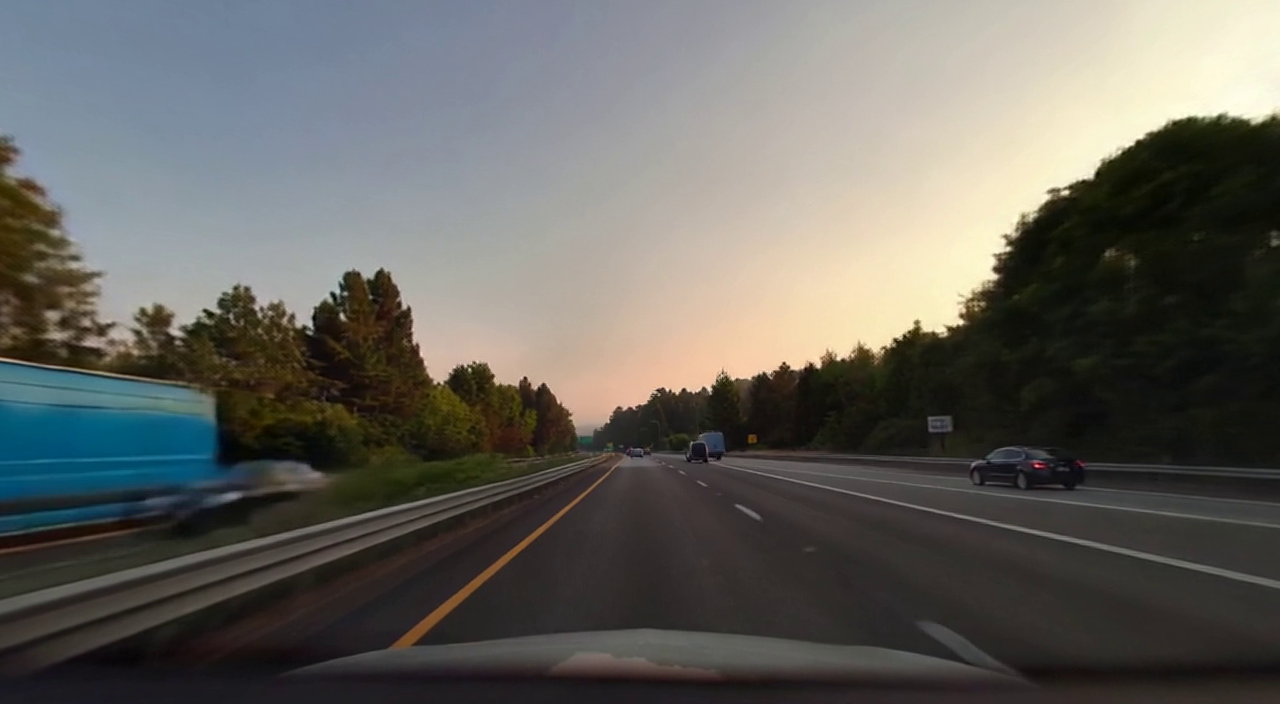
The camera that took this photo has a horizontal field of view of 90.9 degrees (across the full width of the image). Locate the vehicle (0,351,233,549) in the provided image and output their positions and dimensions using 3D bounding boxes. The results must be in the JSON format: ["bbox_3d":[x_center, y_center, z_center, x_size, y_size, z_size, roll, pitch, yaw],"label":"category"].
[{"bbox_3d":[-13.528,1.851,11.883,2.869,3.713,13.278,0,-9,0],"label":"vehicle"}]

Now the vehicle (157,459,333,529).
[{"bbox_3d":[-9.519,3.406,15.631,1.840,1.440,3.882,0,-9,0],"label":"vehicle"}]

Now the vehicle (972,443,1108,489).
[{"bbox_3d":[13.357,3.825,21.361,1.926,1.386,3.719,1,-9,-5],"label":"vehicle"}]

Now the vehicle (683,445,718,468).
[{"bbox_3d":[4.340,7.593,45.875,2.058,1.605,4.116,0,-9,-2],"label":"vehicle"}]
